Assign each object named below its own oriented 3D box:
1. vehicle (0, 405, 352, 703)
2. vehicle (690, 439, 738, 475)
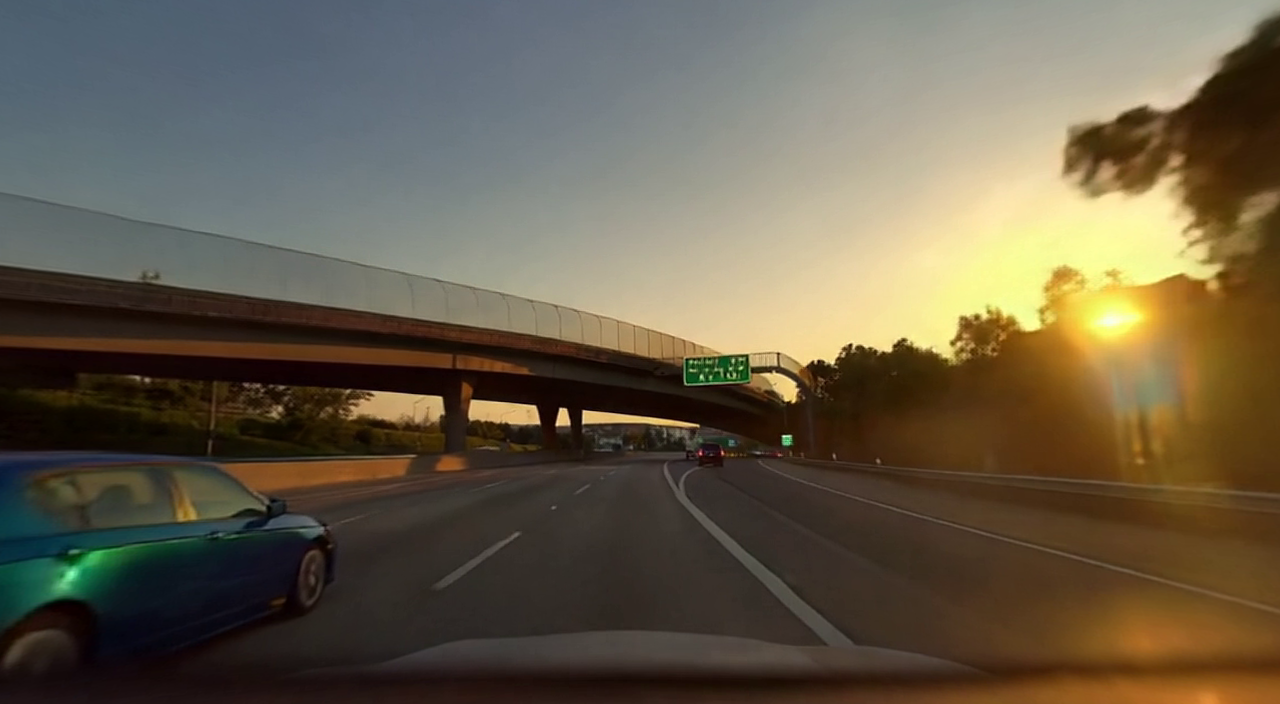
[{"bbox_3d":[-3.469,1.075,3.147,1.937,1.490,4.372,-1,-9,1],"label":"vehicle"},{"bbox_3d":[4.006,5.767,34.768,2.225,1.833,4.340,-1,-9,1],"label":"vehicle"}]
